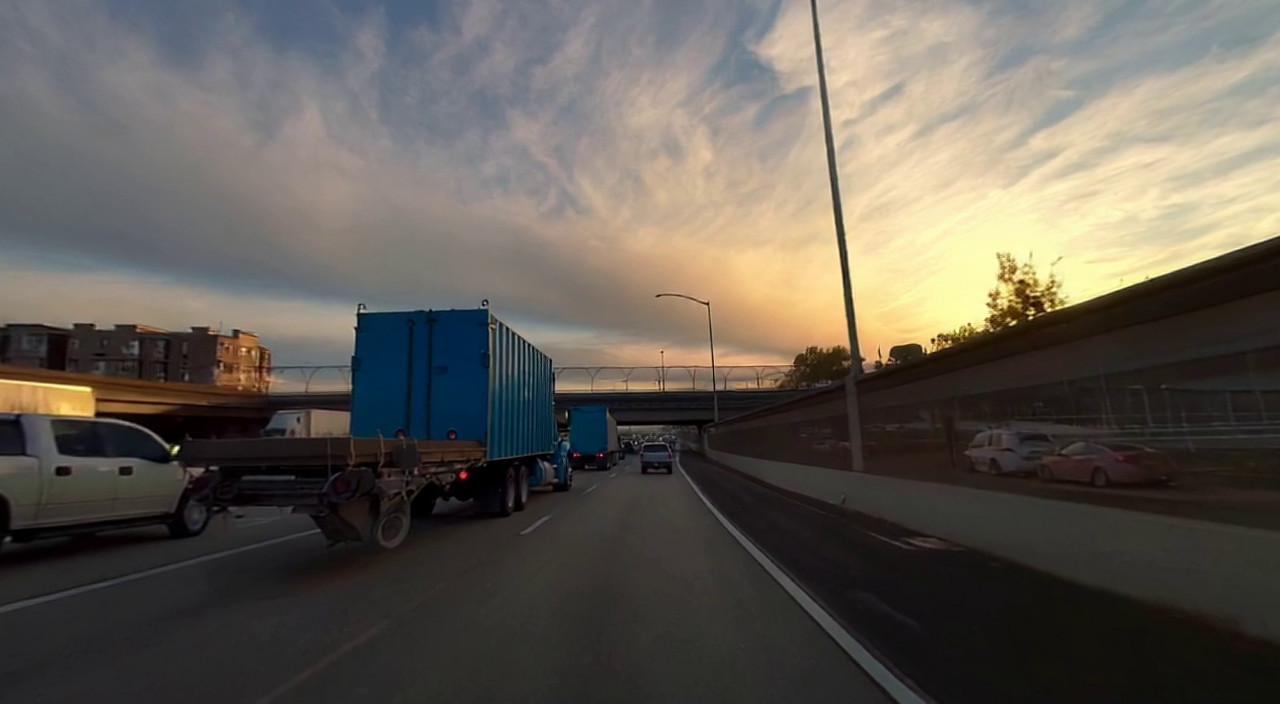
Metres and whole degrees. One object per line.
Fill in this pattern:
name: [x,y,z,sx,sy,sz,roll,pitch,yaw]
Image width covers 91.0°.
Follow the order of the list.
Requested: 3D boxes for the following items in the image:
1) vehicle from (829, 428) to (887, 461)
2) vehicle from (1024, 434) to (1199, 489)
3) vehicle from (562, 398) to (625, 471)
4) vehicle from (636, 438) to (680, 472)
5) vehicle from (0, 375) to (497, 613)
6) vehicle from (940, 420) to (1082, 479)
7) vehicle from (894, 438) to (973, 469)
vehicle: [15.649,6.717,45.579,2.341,2.228,5.669,-1,-9,3]
vehicle: [14.099,3.293,19.287,1.859,1.452,4.749,-1,-9,3]
vehicle: [-2.626,5.213,39.128,3.073,3.894,9.782,0,-9,1]
vehicle: [0.961,5.408,33.203,2.178,1.640,4.071,-1,-9,2]
vehicle: [-3.428,1.363,6.613,2.896,1.779,3.441,-1,-9,3]
vehicle: [14.378,3.853,24.989,2.241,2.052,5.864,-1,-9,3]
vehicle: [14.705,5.113,31.821,2.020,1.439,4.440,-1,-9,3]
